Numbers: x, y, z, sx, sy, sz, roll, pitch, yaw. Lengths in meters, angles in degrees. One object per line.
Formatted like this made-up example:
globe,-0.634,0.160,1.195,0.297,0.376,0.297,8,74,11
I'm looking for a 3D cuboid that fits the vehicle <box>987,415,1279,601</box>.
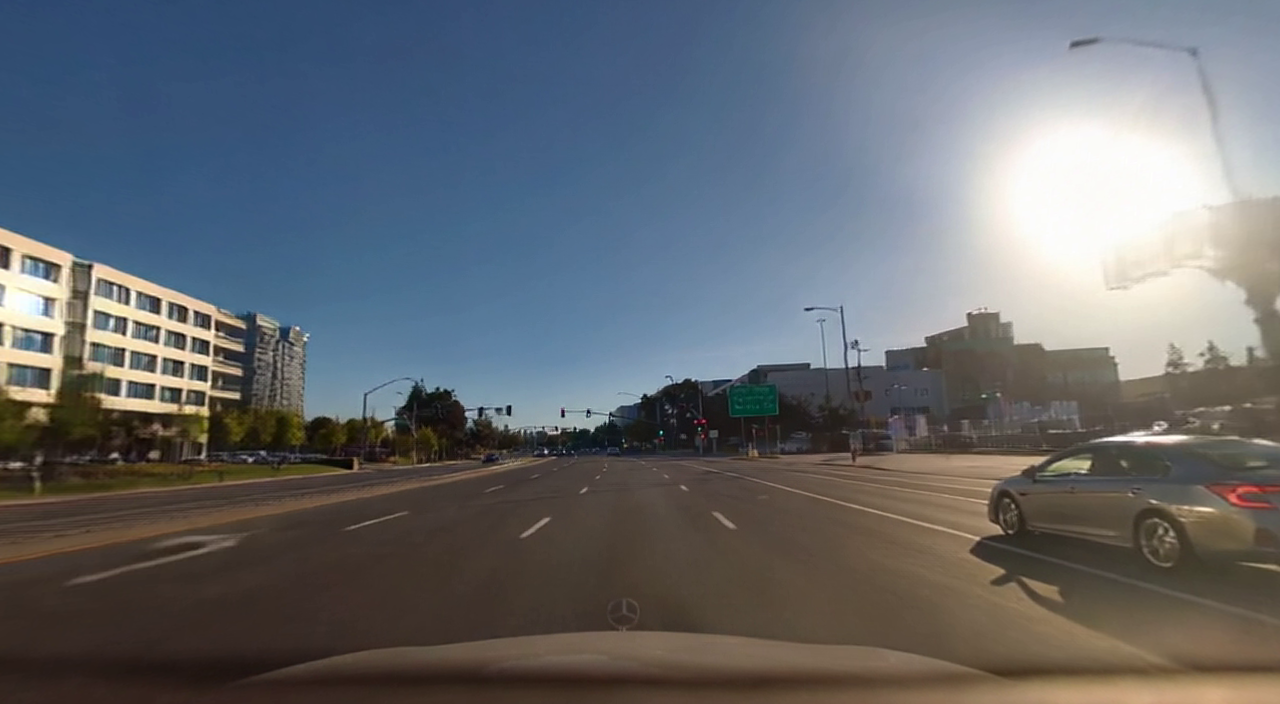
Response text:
vehicle,6.220,1.549,7.025,2.070,1.491,4.575,0,-9,-1
